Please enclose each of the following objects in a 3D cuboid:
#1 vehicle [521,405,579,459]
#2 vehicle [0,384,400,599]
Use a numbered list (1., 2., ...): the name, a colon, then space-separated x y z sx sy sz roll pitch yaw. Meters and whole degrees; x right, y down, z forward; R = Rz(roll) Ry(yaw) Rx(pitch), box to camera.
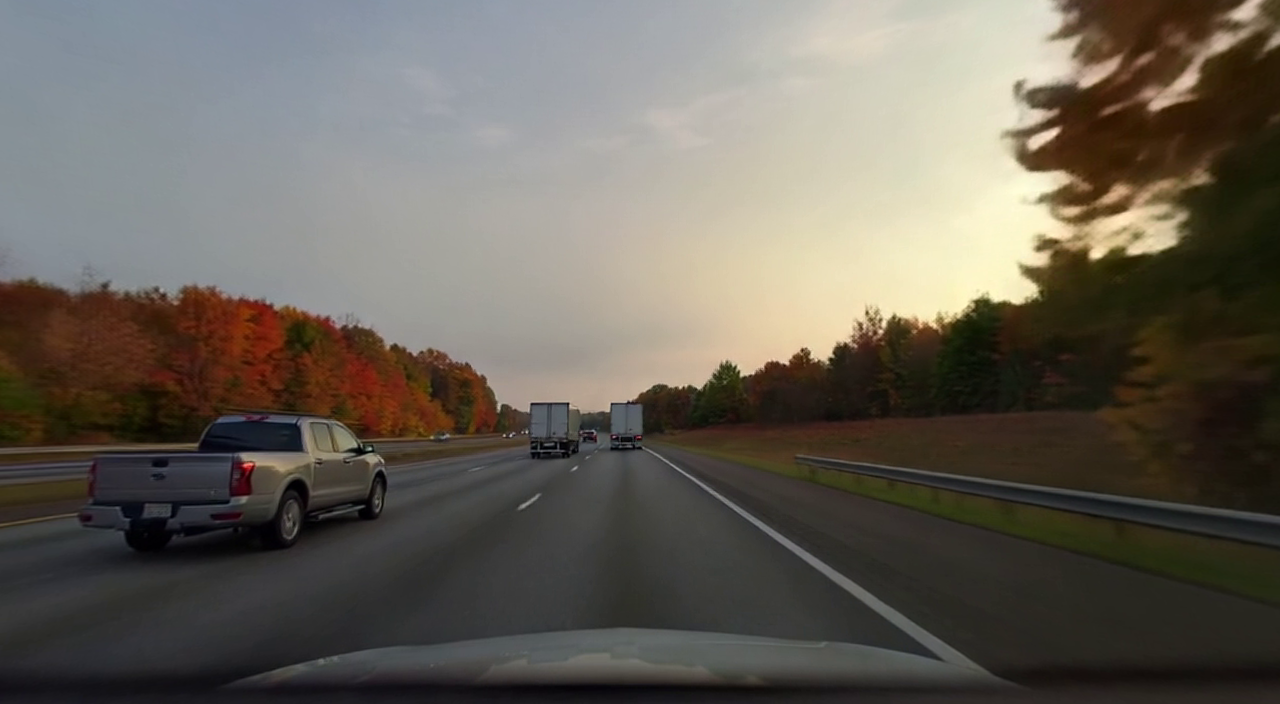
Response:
1. vehicle: -4.817 4.441 34.735 2.383 2.726 5.677 0 -8 0
2. vehicle: -4.668 1.391 7.232 2.089 1.669 4.515 0 -8 -1
